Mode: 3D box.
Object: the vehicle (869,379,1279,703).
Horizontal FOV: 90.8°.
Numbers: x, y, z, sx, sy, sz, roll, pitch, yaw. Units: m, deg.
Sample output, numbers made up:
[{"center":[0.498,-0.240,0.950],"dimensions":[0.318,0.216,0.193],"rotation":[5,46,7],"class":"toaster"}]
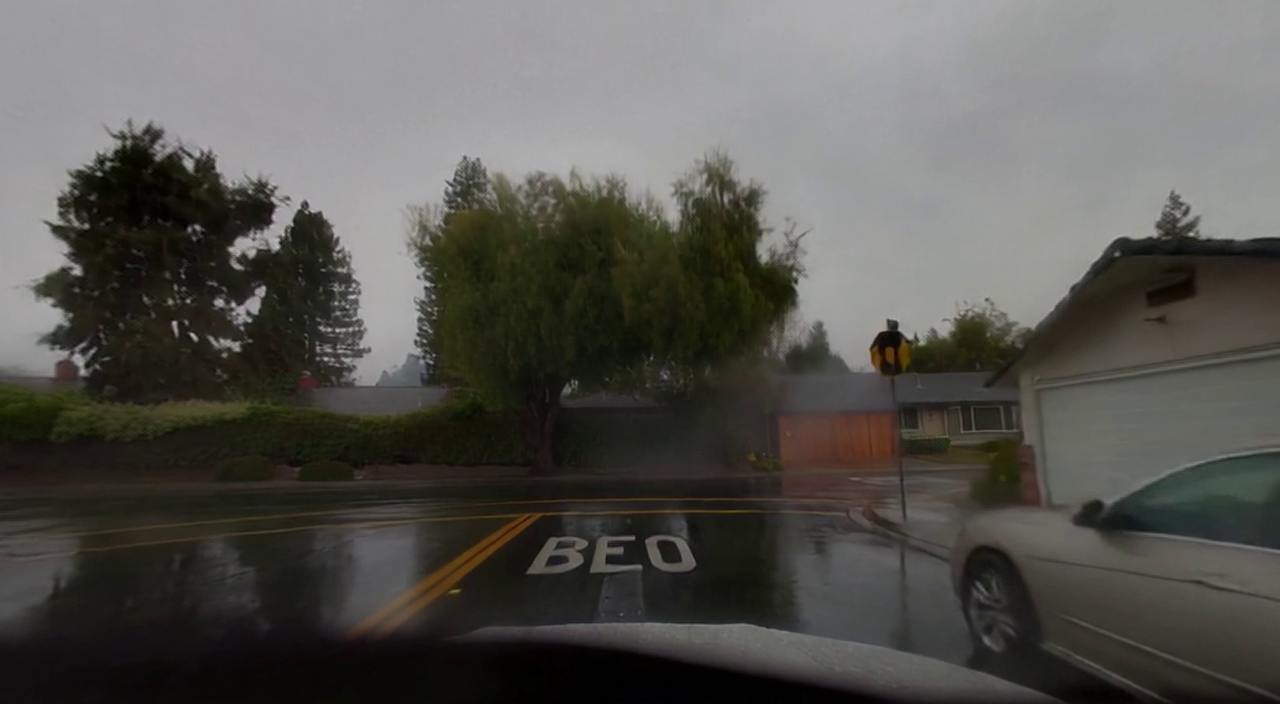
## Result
[{"center":[2.950,0.943,2.652],"dimensions":[2.167,1.479,4.597],"rotation":[0,-9,-1],"class":"vehicle"}]
